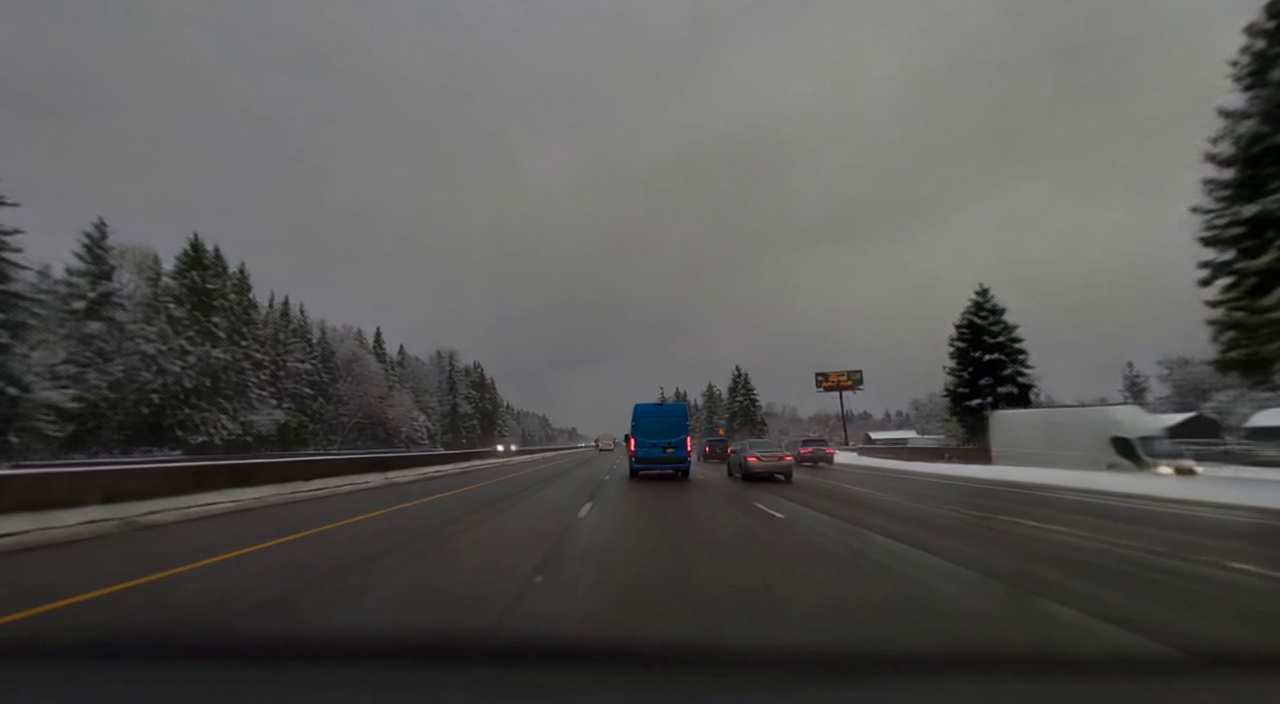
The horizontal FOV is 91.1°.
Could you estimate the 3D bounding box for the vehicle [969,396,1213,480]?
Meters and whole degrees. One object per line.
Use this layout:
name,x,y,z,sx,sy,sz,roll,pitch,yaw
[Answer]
vehicle,17.286,3.490,25.275,3.113,2.773,8.752,0,-8,-2

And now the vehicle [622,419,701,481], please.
vehicle,0.654,3.716,24.004,2.546,2.087,5.404,0,-8,-3

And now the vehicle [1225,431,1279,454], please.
vehicle,47.533,6.837,47.332,4.842,1.681,2.070,1,-8,-5

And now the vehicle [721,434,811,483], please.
vehicle,4.145,3.574,21.334,2.099,1.510,3.784,0,-8,-2
